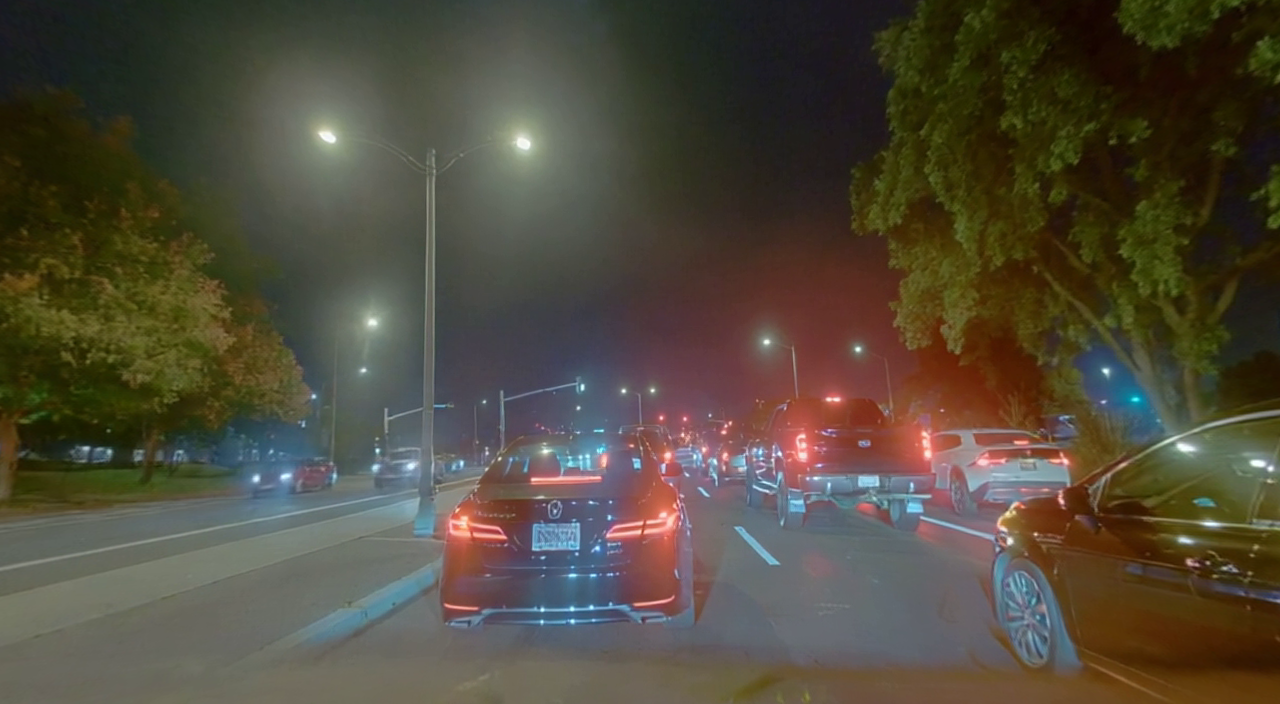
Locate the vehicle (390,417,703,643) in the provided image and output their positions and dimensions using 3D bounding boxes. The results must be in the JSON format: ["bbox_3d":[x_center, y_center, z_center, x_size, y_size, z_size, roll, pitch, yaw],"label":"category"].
[{"bbox_3d":[-0.576,1.500,6.322,2.111,1.506,4.018,0,-9,2],"label":"vehicle"}]

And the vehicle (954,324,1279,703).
[{"bbox_3d":[3.164,0.760,2.071,1.982,1.709,4.427,0,-9,1],"label":"vehicle"}]

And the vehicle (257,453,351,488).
[{"bbox_3d":[-16.284,5.753,30.732,1.921,1.499,4.566,0,-9,2],"label":"vehicle"}]

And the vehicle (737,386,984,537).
[{"bbox_3d":[3.522,1.955,11.703,2.444,2.098,5.766,0,-9,-1],"label":"vehicle"}]
